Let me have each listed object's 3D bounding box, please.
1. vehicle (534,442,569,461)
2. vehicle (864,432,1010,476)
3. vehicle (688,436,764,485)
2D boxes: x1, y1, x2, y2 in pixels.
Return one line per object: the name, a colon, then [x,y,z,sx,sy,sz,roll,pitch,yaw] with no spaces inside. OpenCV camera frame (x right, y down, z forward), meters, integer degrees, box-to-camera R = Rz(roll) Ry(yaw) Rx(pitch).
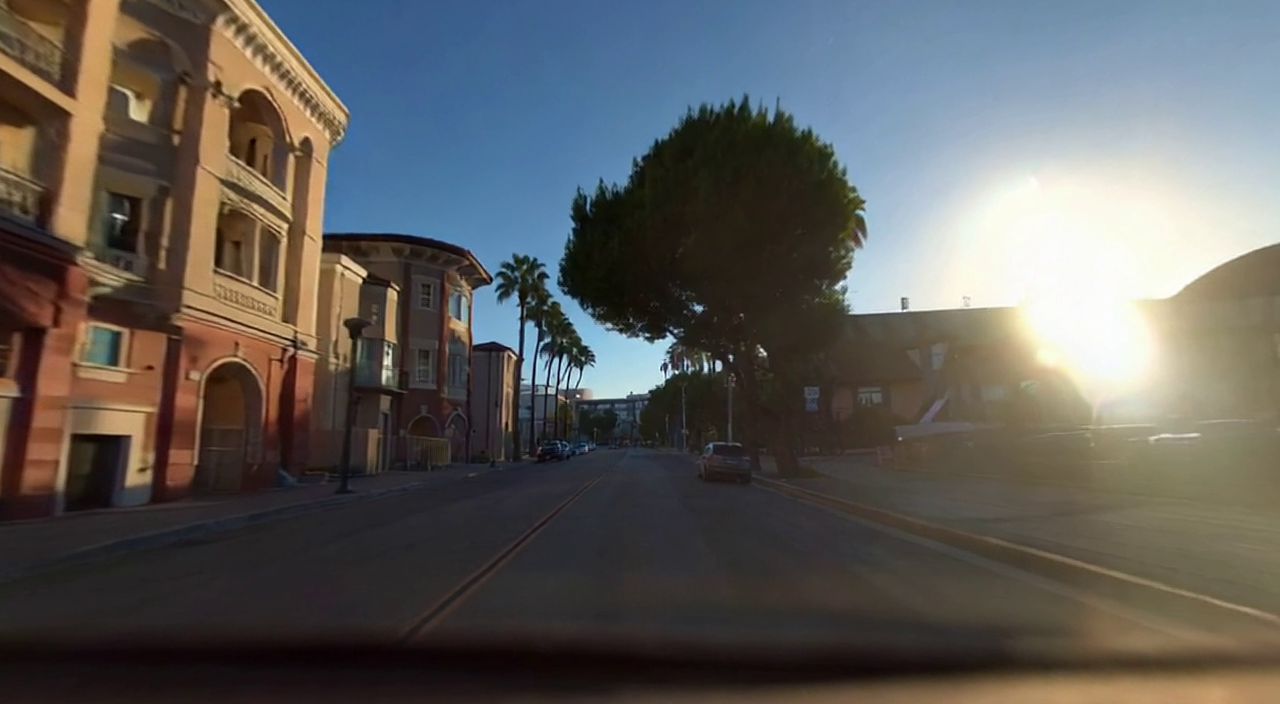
vehicle: [-6.731,7.636,48.596,2.142,1.401,4.477,0,-8,-1]
vehicle: [11.864,4.089,25.471,4.782,1.657,2.172,1,-8,-4]
vehicle: [2.895,3.747,22.285,1.985,1.543,4.112,0,-8,-2]
